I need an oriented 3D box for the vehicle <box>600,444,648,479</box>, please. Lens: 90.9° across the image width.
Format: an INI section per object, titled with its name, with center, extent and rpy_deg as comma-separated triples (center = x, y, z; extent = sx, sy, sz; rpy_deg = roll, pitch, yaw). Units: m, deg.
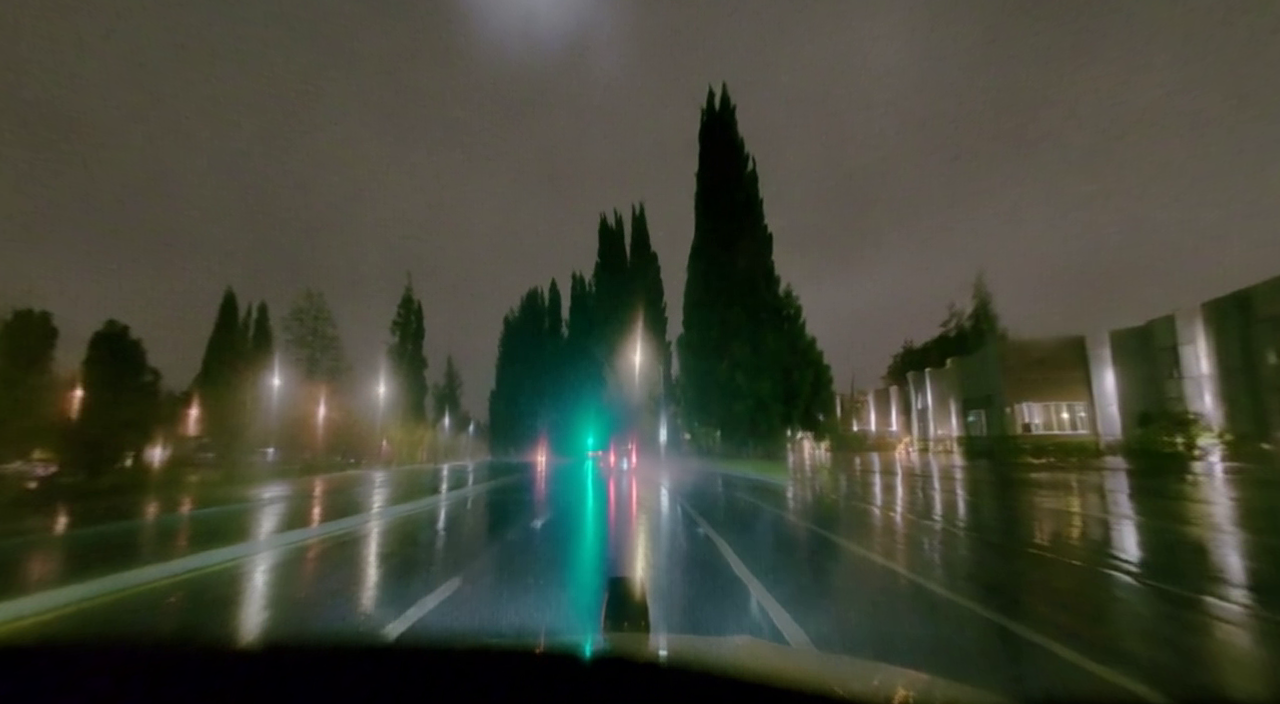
[vehicle]
center = -0.778, 4.893, 28.565
extent = 2.009, 1.456, 4.003
rpy_deg = 0, -8, -4
